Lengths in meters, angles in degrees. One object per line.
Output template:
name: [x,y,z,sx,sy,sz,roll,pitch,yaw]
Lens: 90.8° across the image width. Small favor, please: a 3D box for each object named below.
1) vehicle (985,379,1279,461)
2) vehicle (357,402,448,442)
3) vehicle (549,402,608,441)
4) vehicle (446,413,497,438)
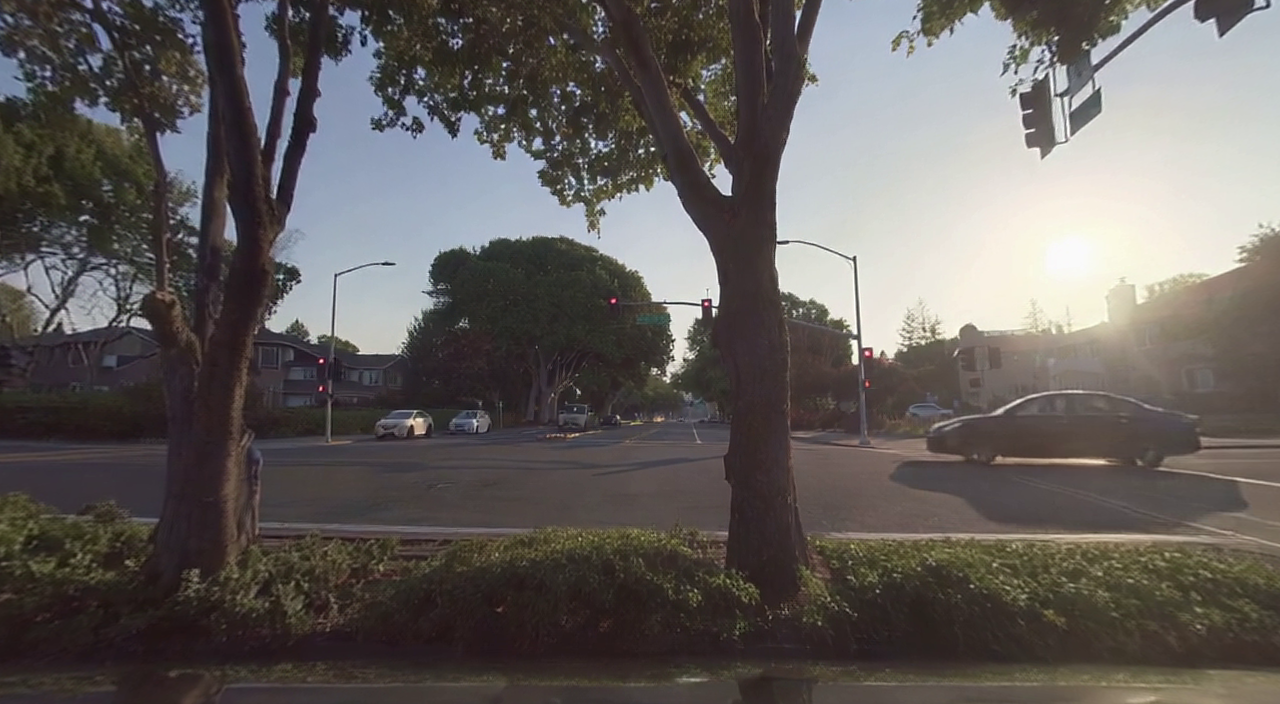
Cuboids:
vehicle: [11.985,1.741,15.735,5.383,1.870,2.203,-1,-9,4]
vehicle: [-12.330,3.770,33.289,2.340,1.902,4.920,-1,-9,8]
vehicle: [-3.233,3.894,34.520,2.306,1.907,5.382,-1,-9,4]
vehicle: [-11.040,4.889,41.735,1.899,1.510,4.294,-1,-9,4]
